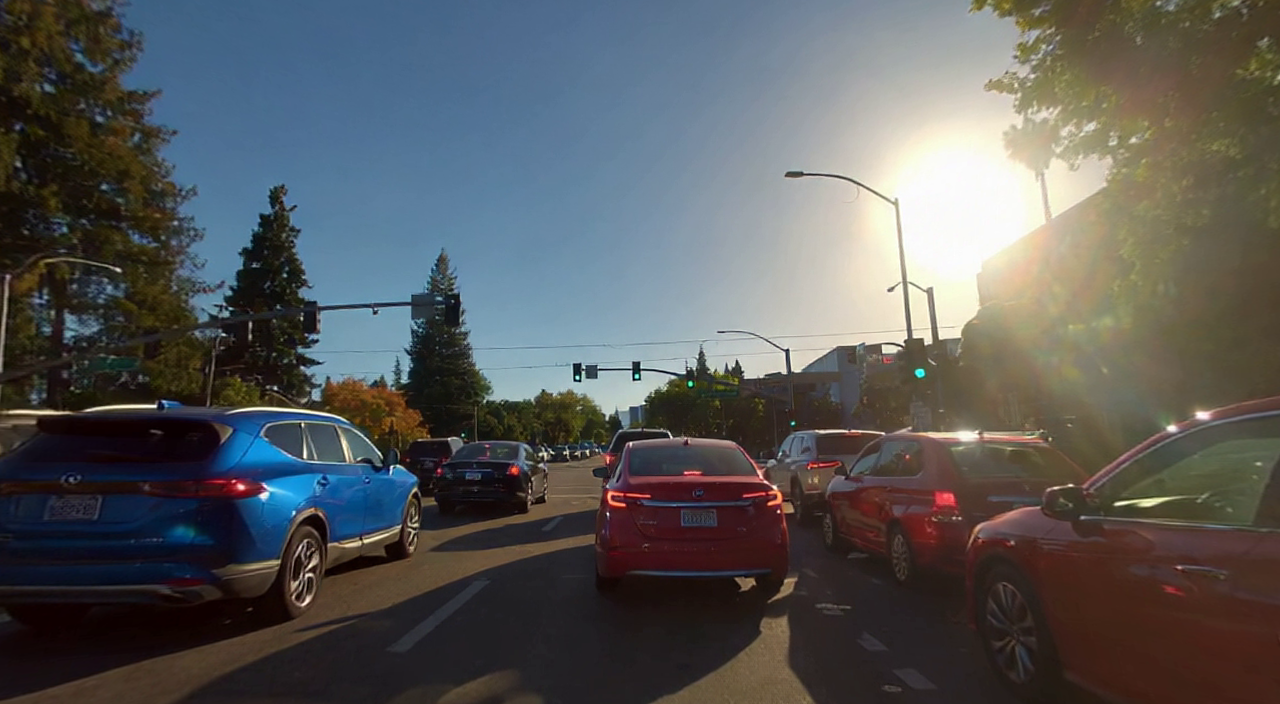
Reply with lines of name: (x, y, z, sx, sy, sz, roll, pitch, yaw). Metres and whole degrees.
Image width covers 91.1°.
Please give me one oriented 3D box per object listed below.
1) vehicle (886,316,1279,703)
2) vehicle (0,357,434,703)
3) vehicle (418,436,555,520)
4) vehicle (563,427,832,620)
vehicle: (3.045, 0.913, 3.047, 1.880, 1.747, 4.500, 0, -8, 0)
vehicle: (-3.448, 1.217, 5.263, 1.889, 1.767, 4.289, 0, -8, 1)
vehicle: (-3.071, 2.598, 13.489, 1.868, 1.516, 4.114, 0, -8, 1)
vehicle: (0.435, 1.609, 6.836, 2.051, 1.460, 3.932, 0, -8, 0)
